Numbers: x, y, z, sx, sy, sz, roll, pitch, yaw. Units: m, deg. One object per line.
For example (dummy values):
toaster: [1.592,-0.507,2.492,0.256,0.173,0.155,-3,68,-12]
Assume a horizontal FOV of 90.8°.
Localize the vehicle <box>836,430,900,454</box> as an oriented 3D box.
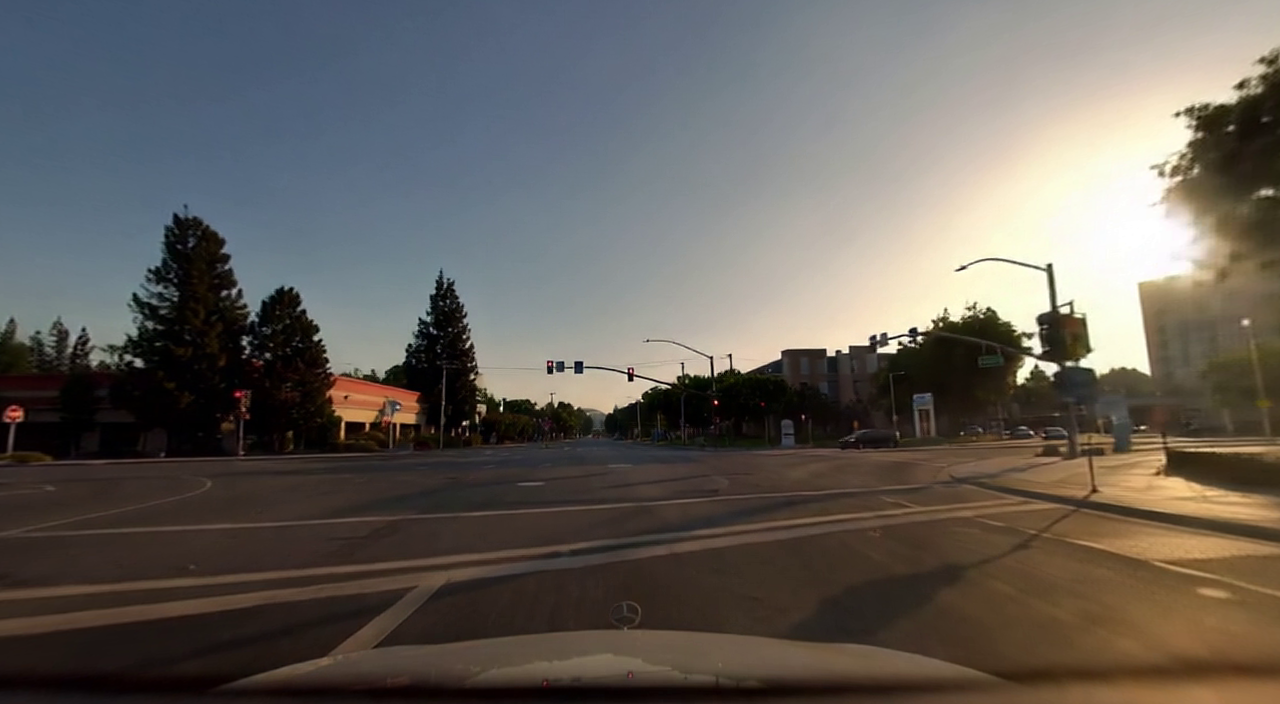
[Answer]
vehicle: [17.656,6.958,48.853,4.600,1.783,1.970,4,-9,-26]
